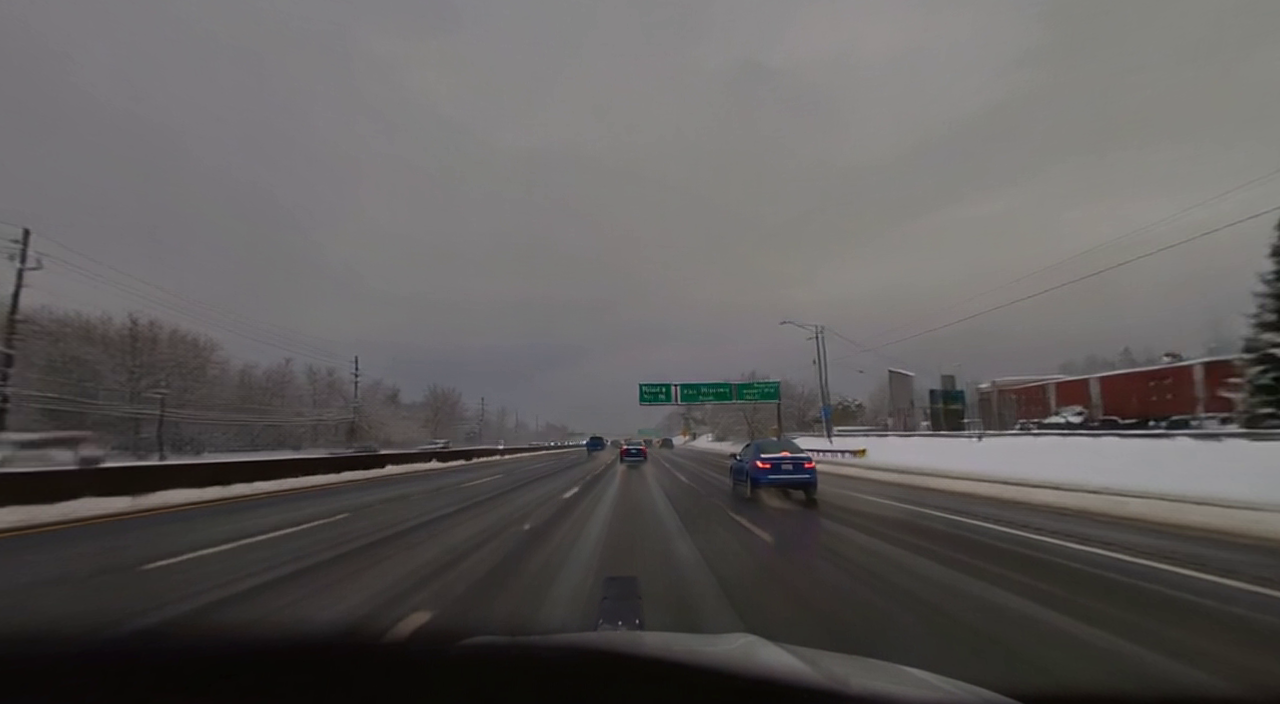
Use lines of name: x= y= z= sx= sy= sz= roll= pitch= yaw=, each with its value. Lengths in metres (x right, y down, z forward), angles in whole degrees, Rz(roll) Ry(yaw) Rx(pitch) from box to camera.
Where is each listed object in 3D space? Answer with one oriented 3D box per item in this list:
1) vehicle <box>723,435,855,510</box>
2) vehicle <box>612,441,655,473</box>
vehicle: x=3.366 y=2.812 z=15.225 sx=1.995 sy=1.533 sz=4.463 roll=0 pitch=-8 yaw=-2
vehicle: x=-0.346 y=5.191 z=31.375 sx=2.019 sy=1.472 sz=3.971 roll=0 pitch=-8 yaw=-1
